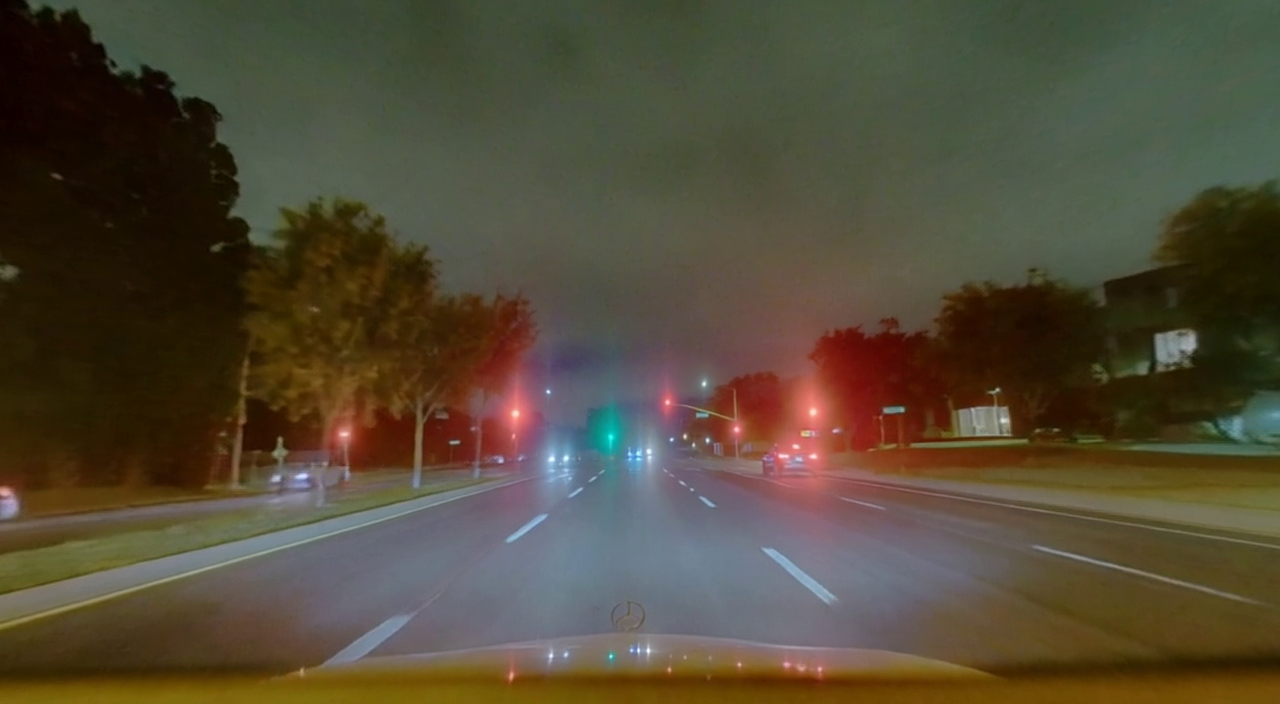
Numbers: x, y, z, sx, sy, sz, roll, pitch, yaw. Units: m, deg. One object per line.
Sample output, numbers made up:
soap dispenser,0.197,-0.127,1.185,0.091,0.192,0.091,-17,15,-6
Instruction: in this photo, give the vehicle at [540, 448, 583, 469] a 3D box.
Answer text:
vehicle,-5.894,7.892,46.981,2.065,1.477,4.519,3,-9,-22

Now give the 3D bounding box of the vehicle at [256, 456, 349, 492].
vehicle,-17.186,6.178,32.408,1.895,1.644,4.160,-2,-9,11

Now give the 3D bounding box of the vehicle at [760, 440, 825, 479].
vehicle,7.208,5.134,30.387,2.011,1.710,4.357,0,-9,0
